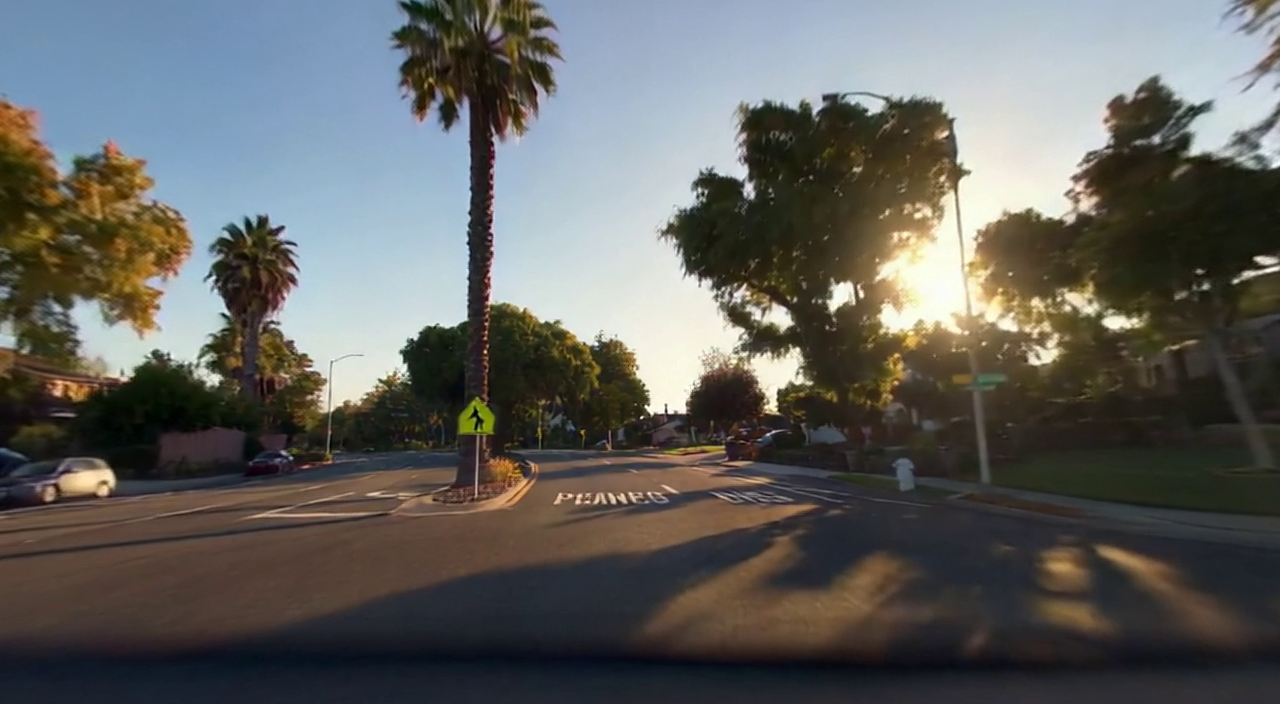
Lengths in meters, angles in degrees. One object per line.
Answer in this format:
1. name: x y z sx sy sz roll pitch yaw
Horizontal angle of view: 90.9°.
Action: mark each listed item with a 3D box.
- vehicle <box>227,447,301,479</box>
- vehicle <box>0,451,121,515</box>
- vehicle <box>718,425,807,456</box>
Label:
1. vehicle: -19.572 5.762 33.034 1.941 1.470 4.384 0 -8 -12
2. vehicle: -17.070 3.504 17.230 1.997 1.514 4.632 1 -8 -4
3. vehicle: 8.719 6.384 45.207 6.051 2.092 2.231 -2 -11 10
